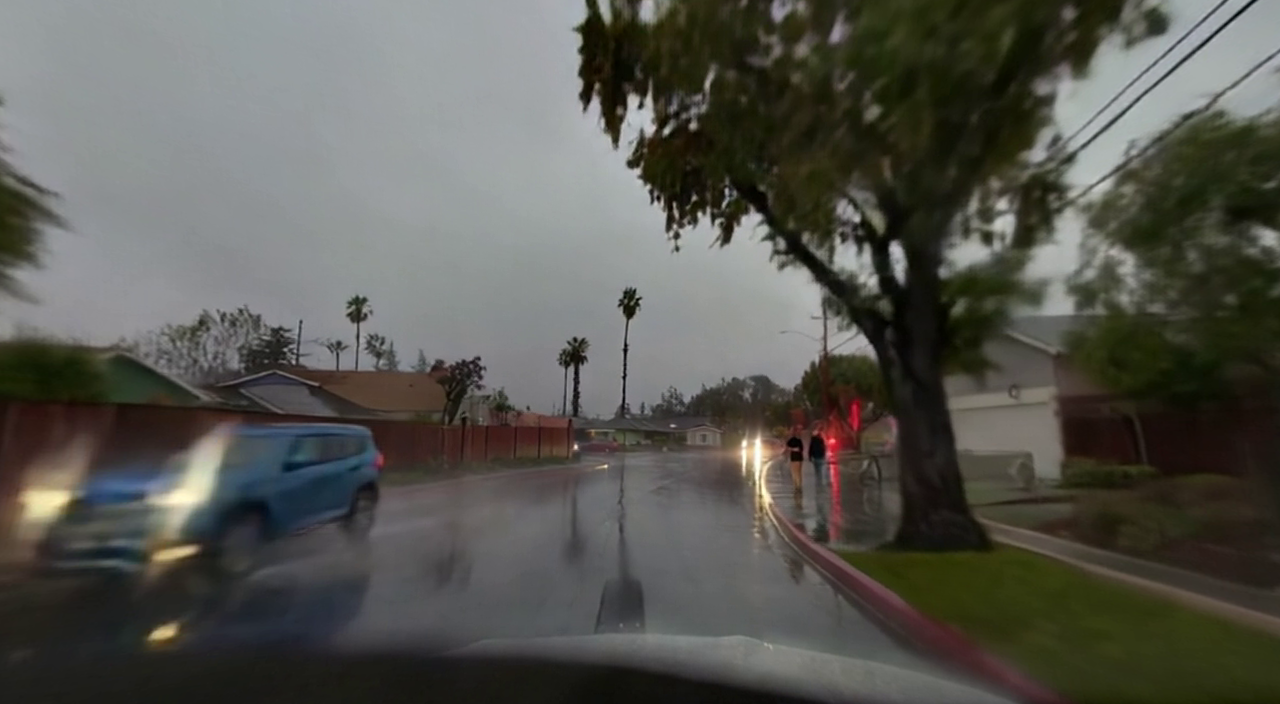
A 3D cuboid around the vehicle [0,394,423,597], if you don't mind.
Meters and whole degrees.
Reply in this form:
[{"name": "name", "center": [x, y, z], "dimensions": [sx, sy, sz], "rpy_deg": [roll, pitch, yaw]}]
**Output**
[{"name": "vehicle", "center": [-4.777, 1.594, 7.917], "dimensions": [2.208, 1.758, 4.529], "rpy_deg": [-1, -8, 4]}]
